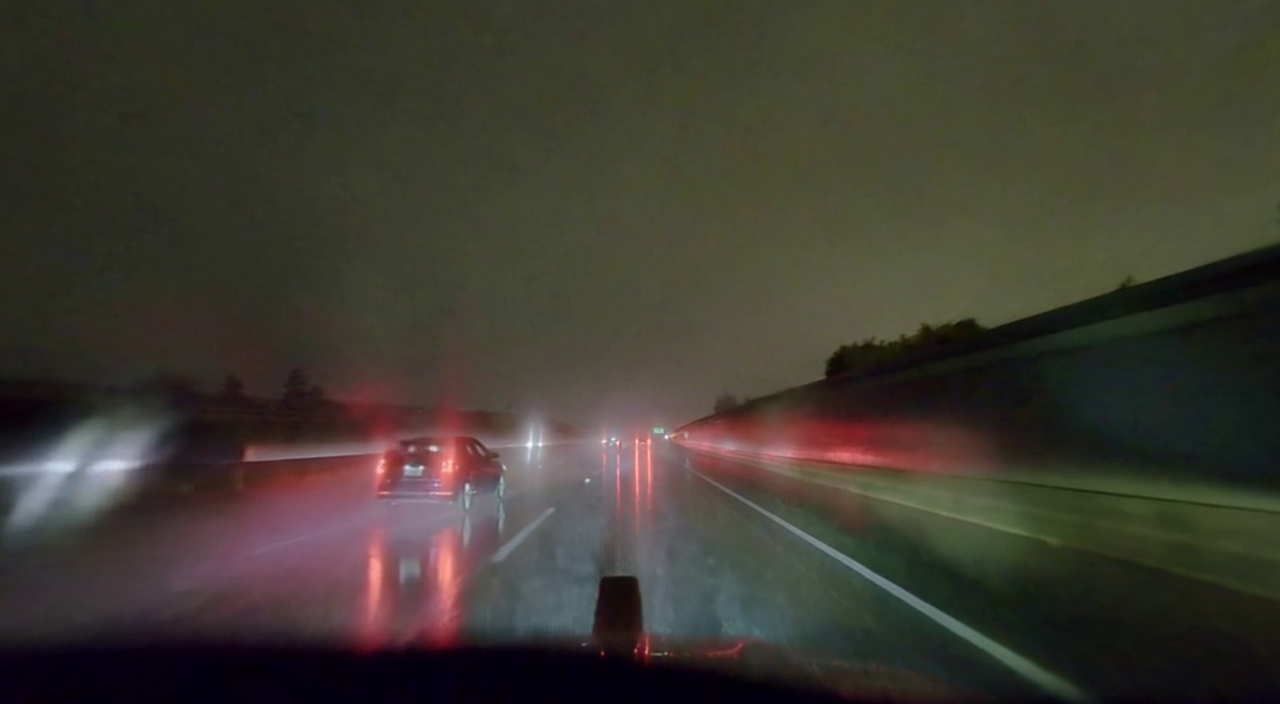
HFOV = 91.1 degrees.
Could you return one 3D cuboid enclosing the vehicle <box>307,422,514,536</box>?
[{"bbox_3d":[-3.705,2.100,11.147,2.039,1.589,4.324,0,-8,0],"label":"vehicle"}]
